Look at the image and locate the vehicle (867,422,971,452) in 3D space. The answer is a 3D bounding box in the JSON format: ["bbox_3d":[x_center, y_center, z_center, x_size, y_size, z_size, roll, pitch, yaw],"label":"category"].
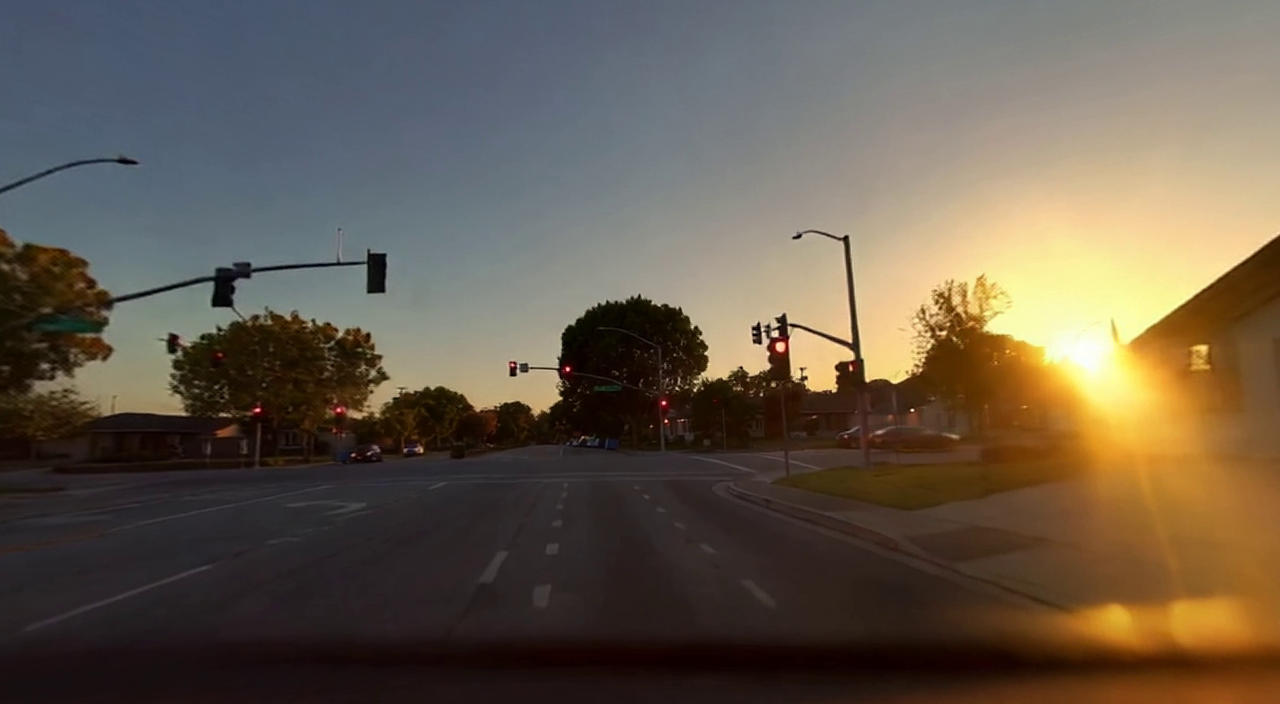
[{"bbox_3d":[14.902,4.541,33.818,4.759,1.461,1.788,0,-7,-5],"label":"vehicle"}]
